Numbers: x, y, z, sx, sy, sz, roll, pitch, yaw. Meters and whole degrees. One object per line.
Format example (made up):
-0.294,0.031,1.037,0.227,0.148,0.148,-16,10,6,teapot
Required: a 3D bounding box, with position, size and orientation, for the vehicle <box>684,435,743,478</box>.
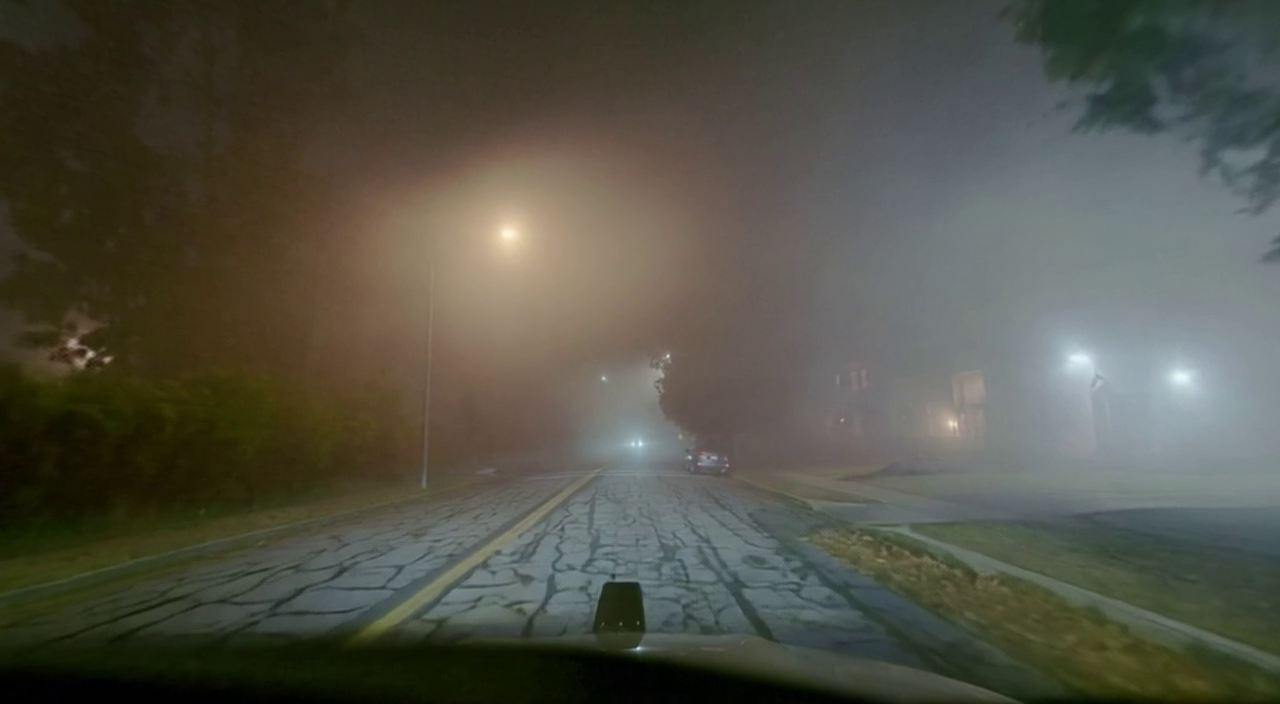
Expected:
3.135,4.568,27.916,2.086,1.726,4.384,0,-8,0,vehicle
